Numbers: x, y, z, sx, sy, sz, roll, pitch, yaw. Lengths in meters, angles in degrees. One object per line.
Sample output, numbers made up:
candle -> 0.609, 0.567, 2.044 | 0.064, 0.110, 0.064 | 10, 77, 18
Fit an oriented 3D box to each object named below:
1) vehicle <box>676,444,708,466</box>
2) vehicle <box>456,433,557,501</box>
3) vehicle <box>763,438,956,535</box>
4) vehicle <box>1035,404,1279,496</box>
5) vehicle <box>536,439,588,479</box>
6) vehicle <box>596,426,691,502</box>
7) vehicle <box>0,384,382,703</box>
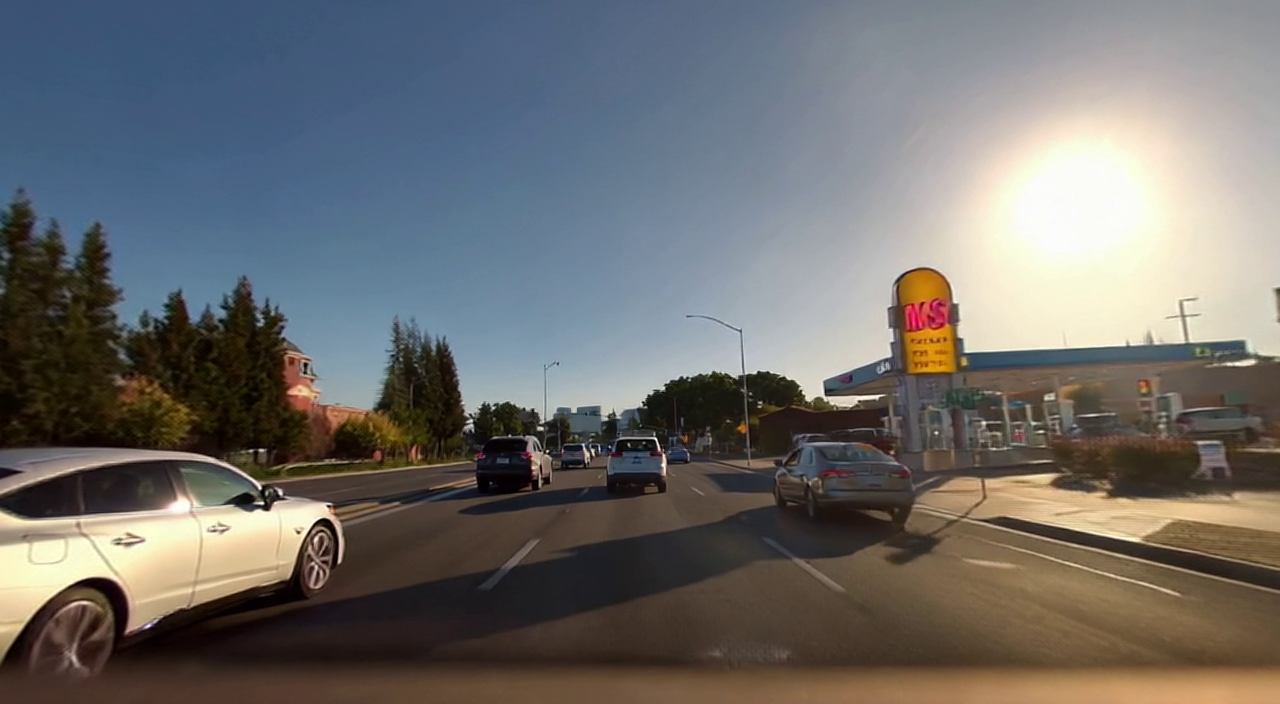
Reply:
vehicle -> 3.778, 7.591, 46.761 | 1.926, 1.522, 3.852 | 0, -8, -1
vehicle -> -3.649, 3.209, 18.086 | 1.932, 1.695, 4.150 | 0, -8, 1
vehicle -> 3.803, 2.391, 11.966 | 1.888, 1.456, 4.589 | 0, -8, -2
vehicle -> 11.634, 2.247, 14.635 | 1.918, 1.765, 4.668 | 0, -8, 0
vehicle -> -3.471, 4.865, 28.882 | 1.871, 1.673, 3.920 | 0, -8, 0
vehicle -> 0.063, 3.032, 17.462 | 2.279, 1.803, 4.254 | 0, -8, -1
vehicle -> -3.581, 1.195, 4.401 | 1.864, 1.574, 4.031 | 0, -8, 0
